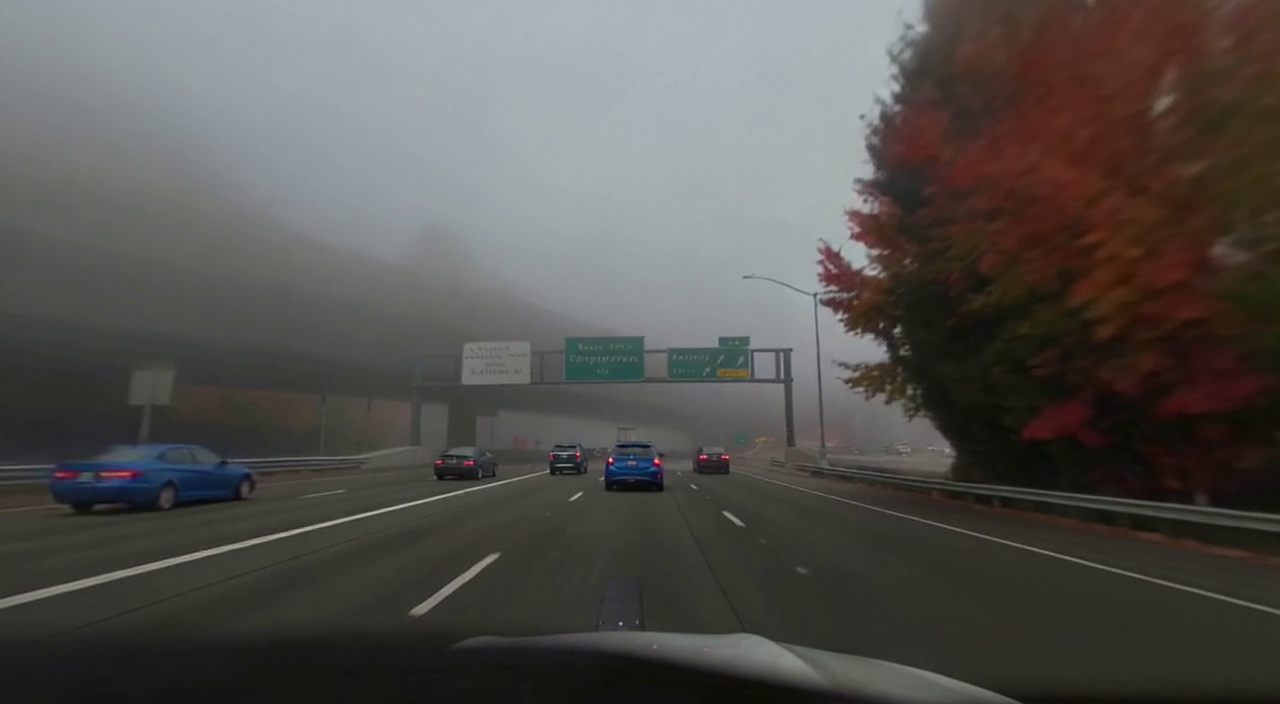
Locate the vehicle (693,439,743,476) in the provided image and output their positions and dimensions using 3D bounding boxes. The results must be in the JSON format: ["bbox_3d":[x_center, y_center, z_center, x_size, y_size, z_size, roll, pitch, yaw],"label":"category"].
[{"bbox_3d":[4.098,5.625,33.736,2.193,1.778,4.488,0,-9,1],"label":"vehicle"}]

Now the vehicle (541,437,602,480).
[{"bbox_3d":[-2.980,4.757,28.328,2.111,1.742,4.315,0,-9,2],"label":"vehicle"}]

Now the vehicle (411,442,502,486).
[{"bbox_3d":[-7.060,4.351,24.799,2.057,1.496,4.661,0,-9,2],"label":"vehicle"}]

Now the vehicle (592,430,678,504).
[{"bbox_3d":[-0.007,3.141,17.614,2.101,1.742,4.495,0,-9,3],"label":"vehicle"}]

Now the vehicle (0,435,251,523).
[{"bbox_3d":[-10.864,2.598,13.482,2.006,1.509,4.634,0,-9,1],"label":"vehicle"}]
